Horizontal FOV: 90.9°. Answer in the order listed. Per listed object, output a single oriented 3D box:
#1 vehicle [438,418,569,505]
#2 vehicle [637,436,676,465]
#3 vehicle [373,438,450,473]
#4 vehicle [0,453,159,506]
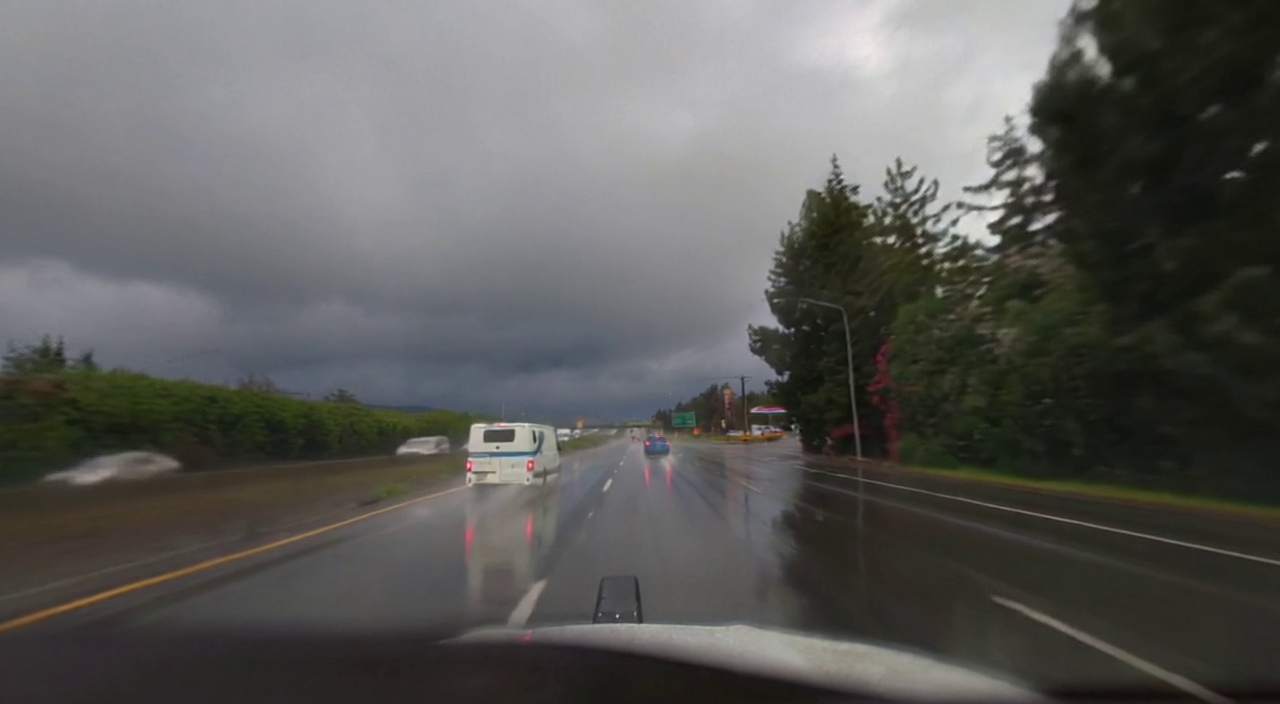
[{"bbox_3d":[-3.010,2.504,14.974,2.061,1.732,4.457,0,-8,1],"label":"vehicle"},{"bbox_3d":[0.908,5.821,37.551,2.151,1.550,4.694,0,-8,-1],"label":"vehicle"},{"bbox_3d":[-10.935,4.976,30.595,1.991,1.545,4.735,0,-8,0],"label":"vehicle"},{"bbox_3d":[-19.090,4.283,21.569,2.015,1.482,4.116,0,-8,0],"label":"vehicle"}]
